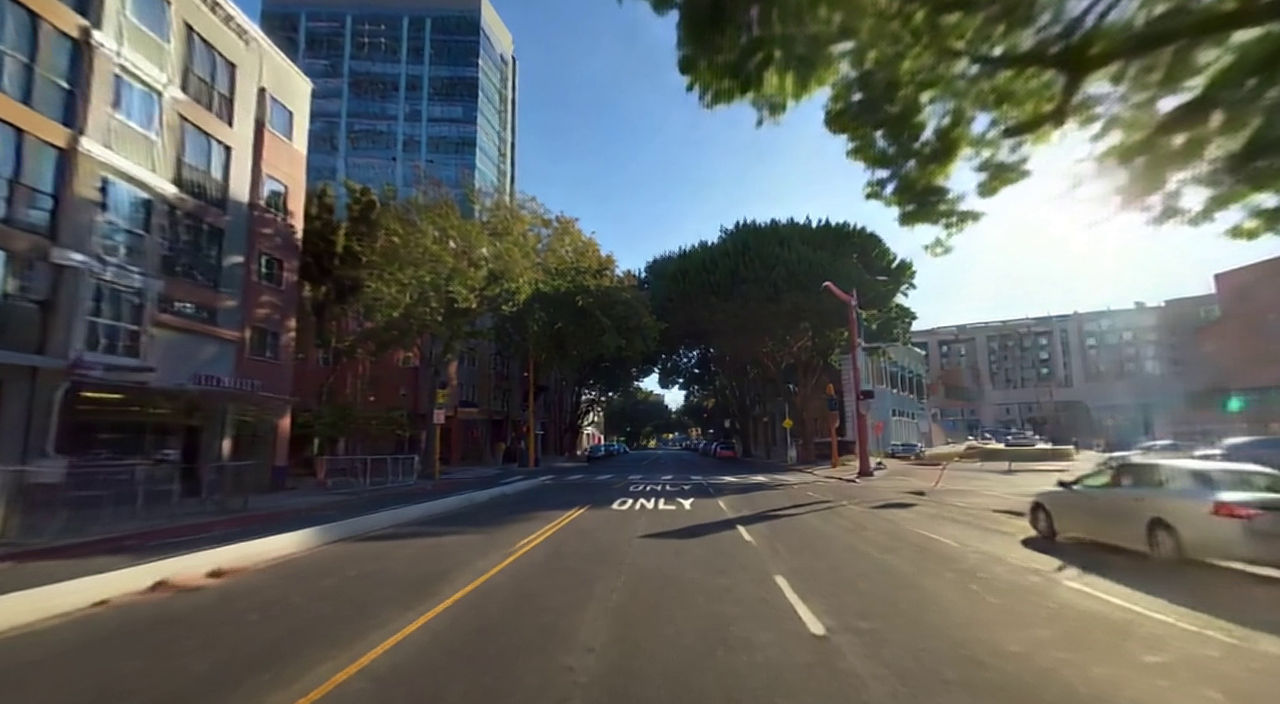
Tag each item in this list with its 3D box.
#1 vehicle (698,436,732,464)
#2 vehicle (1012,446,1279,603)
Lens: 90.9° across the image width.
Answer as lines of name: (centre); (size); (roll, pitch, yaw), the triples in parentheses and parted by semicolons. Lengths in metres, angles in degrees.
vehicle: (5.277, 6.963, 44.915); (1.971, 1.919, 4.748); (0, -8, 2)
vehicle: (6.912, 1.971, 8.157); (1.759, 1.488, 4.124); (0, -8, 2)
